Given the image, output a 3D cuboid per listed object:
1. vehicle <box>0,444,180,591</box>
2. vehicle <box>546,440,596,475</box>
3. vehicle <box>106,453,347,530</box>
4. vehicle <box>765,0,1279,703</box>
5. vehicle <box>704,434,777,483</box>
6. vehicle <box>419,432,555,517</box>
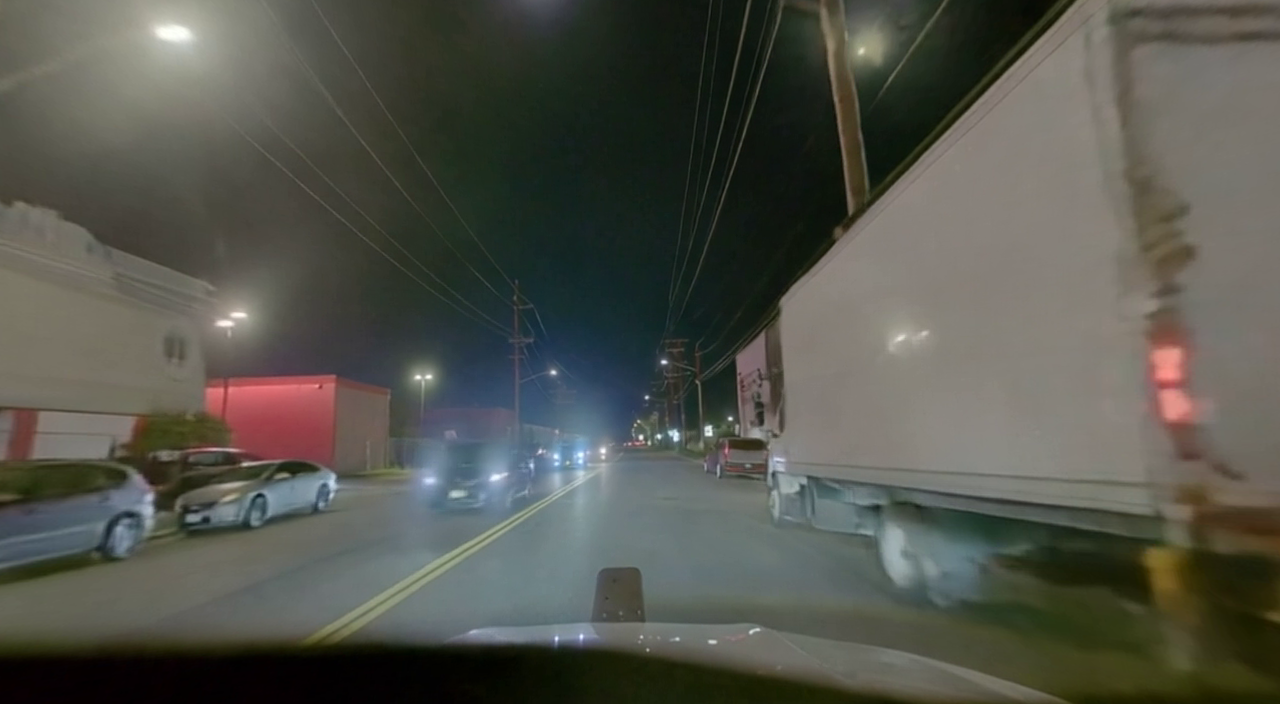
[{"bbox_3d":[-8.241,2.037,7.619,1.954,1.622,4.761,-5,-8,-1],"label":"vehicle"},{"bbox_3d":[-3.603,5.642,33.983,2.100,1.723,4.433,-1,-9,1],"label":"vehicle"},{"bbox_3d":[-10.360,3.503,16.199,4.757,1.537,1.957,-2,-8,-5],"label":"vehicle"},{"bbox_3d":[3.507,0.324,6.188,2.874,3.757,8.612,2,-9,1],"label":"vehicle"},{"bbox_3d":[3.846,4.155,25.014,2.092,1.730,4.595,0,-9,0],"label":"vehicle"},{"bbox_3d":[-3.381,2.794,14.872,2.061,1.679,4.042,-1,-9,2],"label":"vehicle"}]
